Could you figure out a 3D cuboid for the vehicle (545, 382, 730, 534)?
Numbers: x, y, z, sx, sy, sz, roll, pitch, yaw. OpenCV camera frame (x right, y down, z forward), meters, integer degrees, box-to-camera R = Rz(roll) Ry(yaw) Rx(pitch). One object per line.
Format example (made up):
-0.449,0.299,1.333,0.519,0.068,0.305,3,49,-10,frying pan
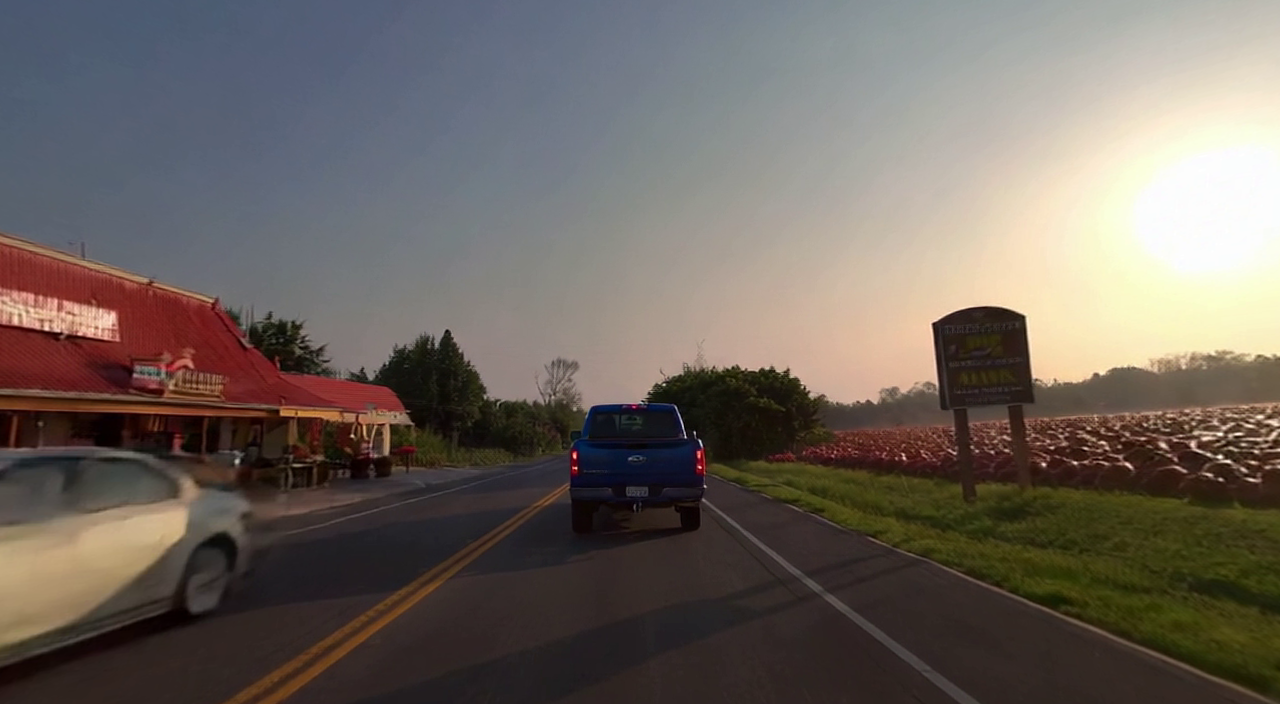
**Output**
-0.111,1.985,12.307,2.693,2.223,5.885,0,-8,-2,vehicle

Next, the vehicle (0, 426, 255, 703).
-4.350,1.115,3.164,2.121,1.473,4.390,0,-8,-1,vehicle
